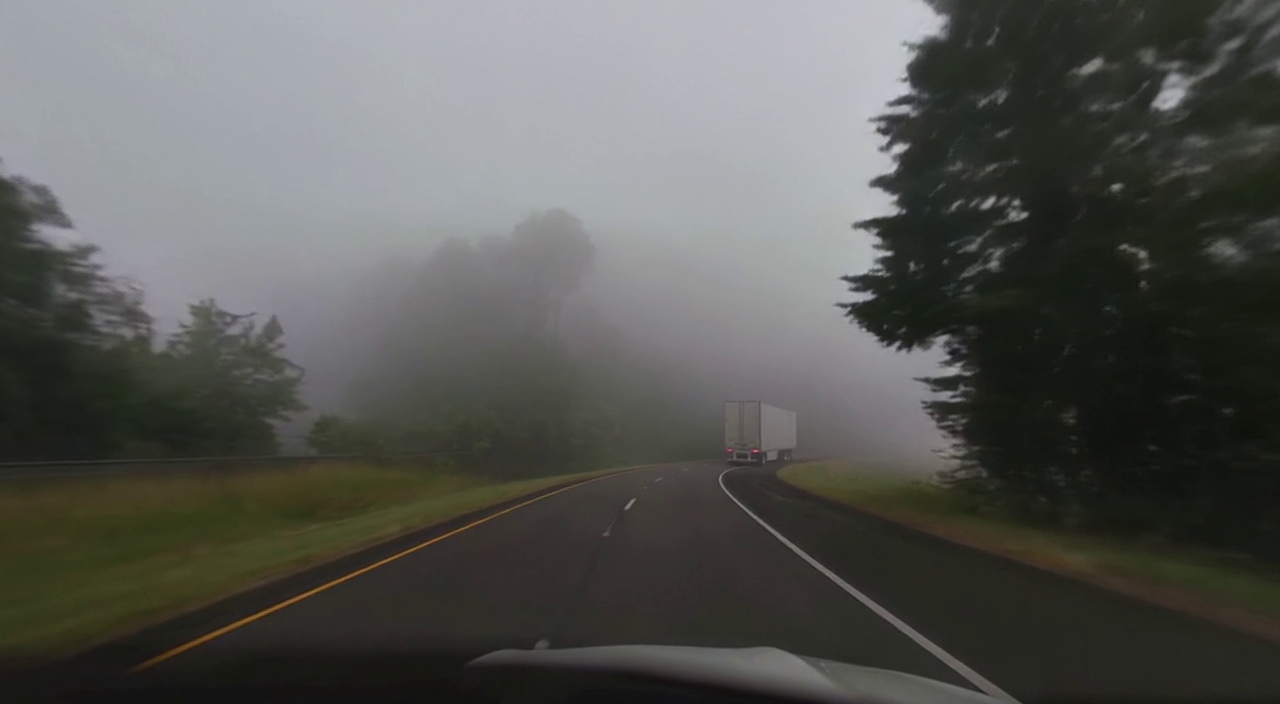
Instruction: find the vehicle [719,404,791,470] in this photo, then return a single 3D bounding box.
[{"bbox_3d":[8.994,6.538,47.520,3.087,4.178,13.682,-3,-9,19],"label":"vehicle"}]
